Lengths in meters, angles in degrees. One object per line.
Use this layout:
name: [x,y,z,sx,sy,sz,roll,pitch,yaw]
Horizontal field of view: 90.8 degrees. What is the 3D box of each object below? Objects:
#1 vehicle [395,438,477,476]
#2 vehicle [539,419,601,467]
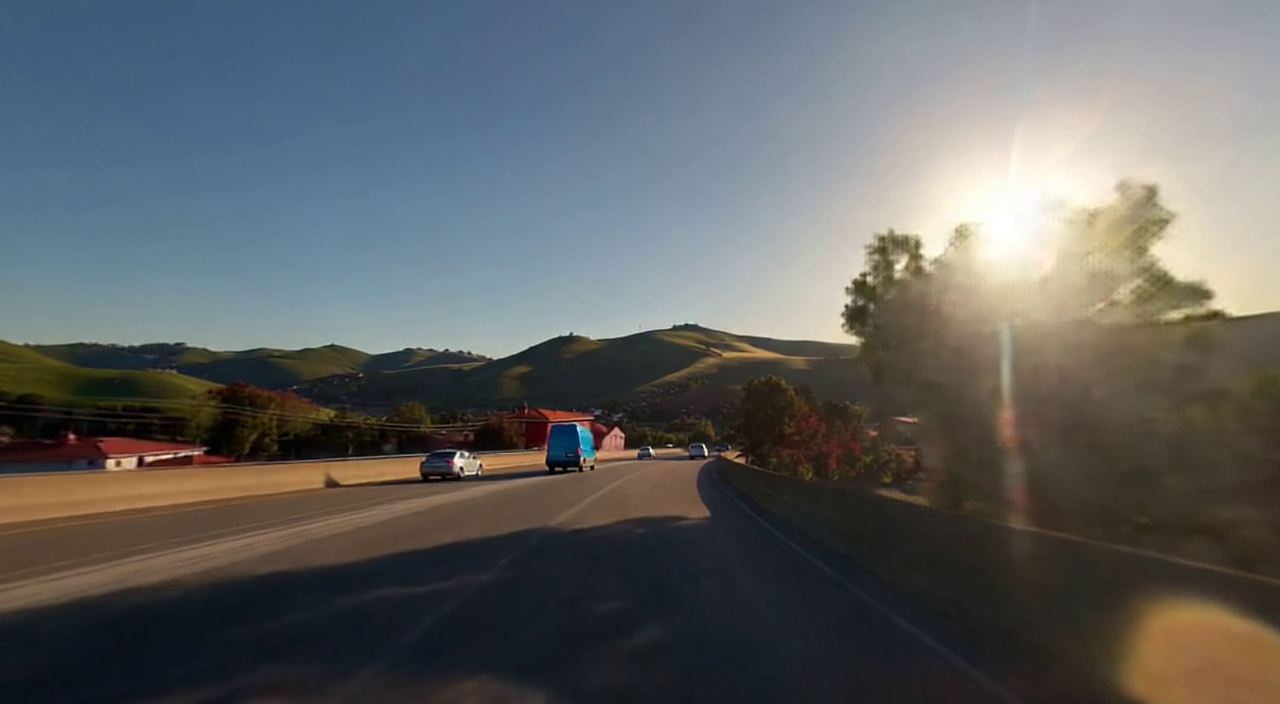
vehicle: [-8.917,4.617,28.061,1.821,1.524,4.342,-1,-8,5]
vehicle: [-4.115,5.584,38.702,2.314,2.703,6.441,-1,-8,7]
